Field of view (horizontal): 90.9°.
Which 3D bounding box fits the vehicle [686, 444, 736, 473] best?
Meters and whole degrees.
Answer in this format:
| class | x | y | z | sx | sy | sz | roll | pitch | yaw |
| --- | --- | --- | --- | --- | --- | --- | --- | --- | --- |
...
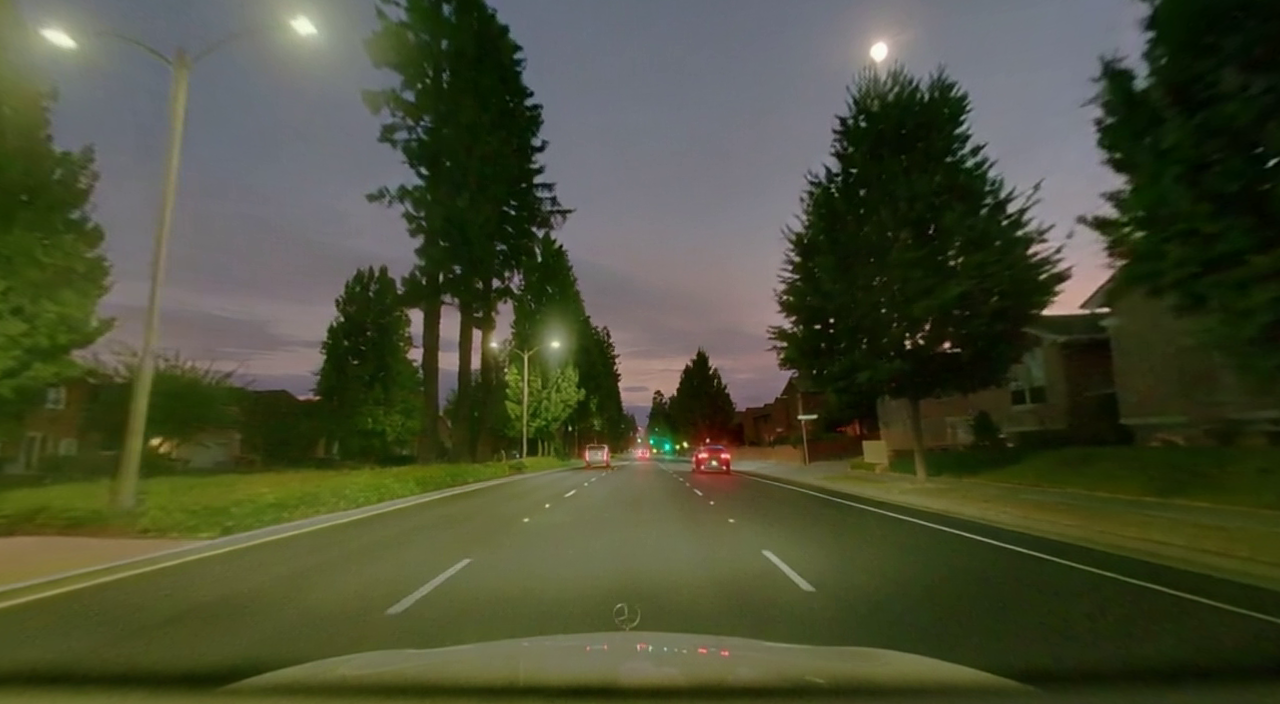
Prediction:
| class | x | y | z | sx | sy | sz | roll | pitch | yaw |
| --- | --- | --- | --- | --- | --- | --- | --- | --- | --- |
| vehicle | 3.986 | 6.056 | 36.132 | 2.237 | 1.578 | 4.621 | 0 | -8 | -1 |
